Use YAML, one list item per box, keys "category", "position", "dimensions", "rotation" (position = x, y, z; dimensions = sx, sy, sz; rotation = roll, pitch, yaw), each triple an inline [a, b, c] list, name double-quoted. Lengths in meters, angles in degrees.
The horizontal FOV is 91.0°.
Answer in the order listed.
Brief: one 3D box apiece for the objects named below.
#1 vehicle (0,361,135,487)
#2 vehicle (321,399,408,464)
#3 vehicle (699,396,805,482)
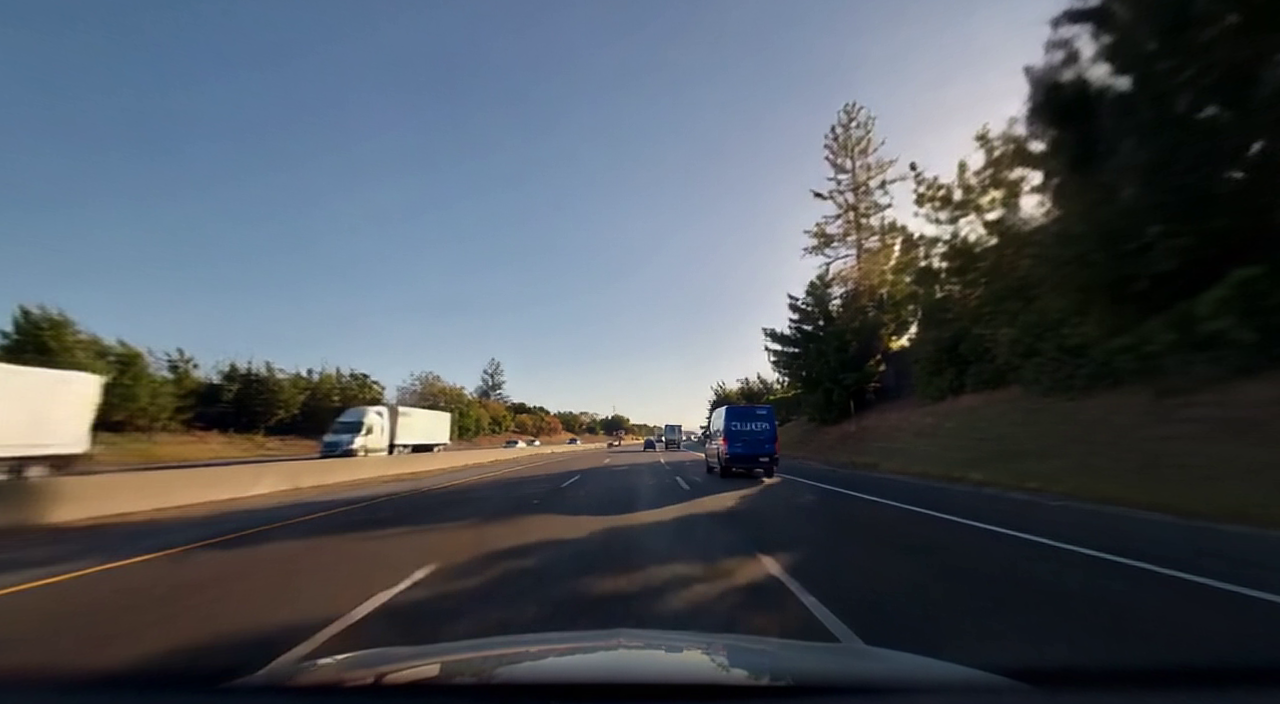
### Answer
- category: "vehicle"
  position: [-22.225, 2.508, 21.535]
  dimensions: [2.818, 4.084, 8.266]
  rotation: [0, -8, 0]
- category: "vehicle"
  position: [-18.161, 5.361, 41.971]
  dimensions: [2.999, 3.994, 5.838]
  rotation: [-1, -8, 1]
- category: "vehicle"
  position: [3.643, 3.026, 21.779]
  dimensions: [2.485, 2.562, 5.535]
  rotation: [0, -8, -1]
